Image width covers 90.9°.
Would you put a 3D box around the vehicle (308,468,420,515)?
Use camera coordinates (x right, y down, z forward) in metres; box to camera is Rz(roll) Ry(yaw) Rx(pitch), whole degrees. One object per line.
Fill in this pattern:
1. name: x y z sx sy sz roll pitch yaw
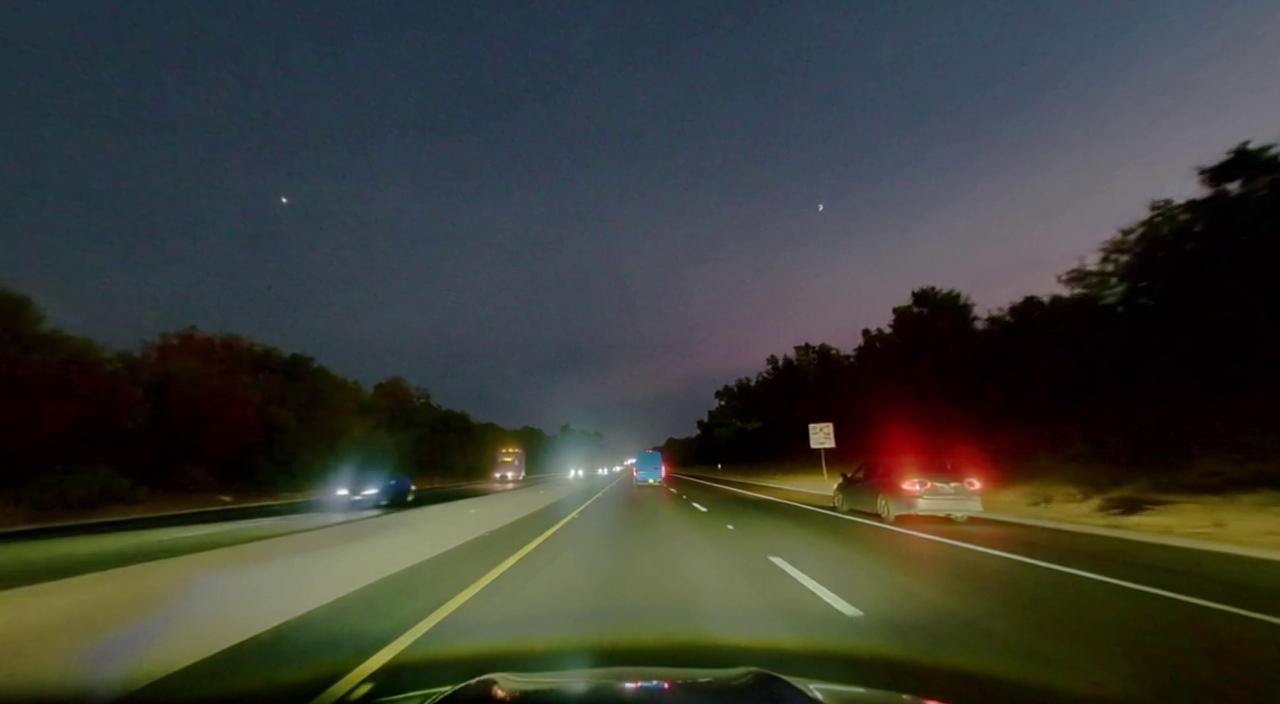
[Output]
1. vehicle: -10.385 5.265 24.145 2.124 1.545 4.545 1 -11 1

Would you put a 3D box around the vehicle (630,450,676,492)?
1. vehicle: 0.666 6.866 36.409 2.429 2.167 4.558 1 -11 -1
